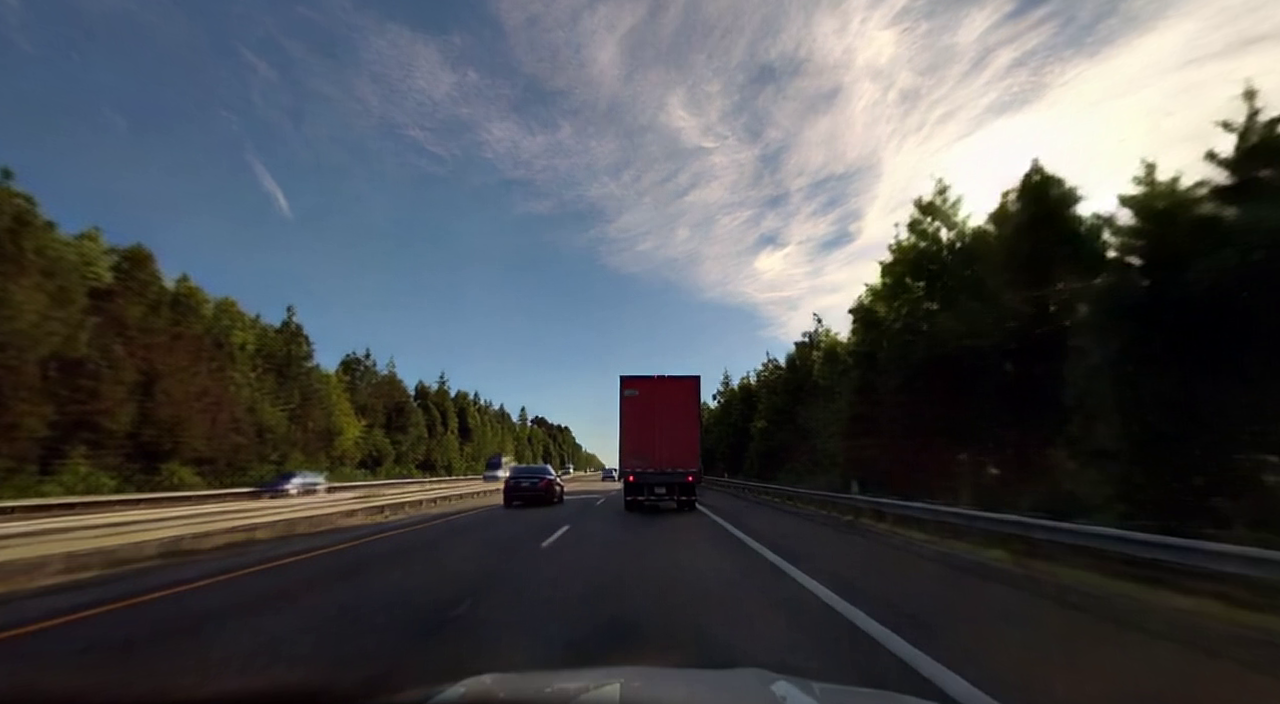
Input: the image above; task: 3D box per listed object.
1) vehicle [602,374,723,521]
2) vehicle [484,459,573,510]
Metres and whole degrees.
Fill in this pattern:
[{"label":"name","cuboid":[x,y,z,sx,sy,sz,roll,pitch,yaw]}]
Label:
[{"label":"vehicle","cuboid":[0.592,3.258,20.688,3.008,3.678,9.512,1,-10,0]},{"label":"vehicle","cuboid":[-3.627,4.442,21.447,2.079,1.506,4.821,0,-10,1]}]
